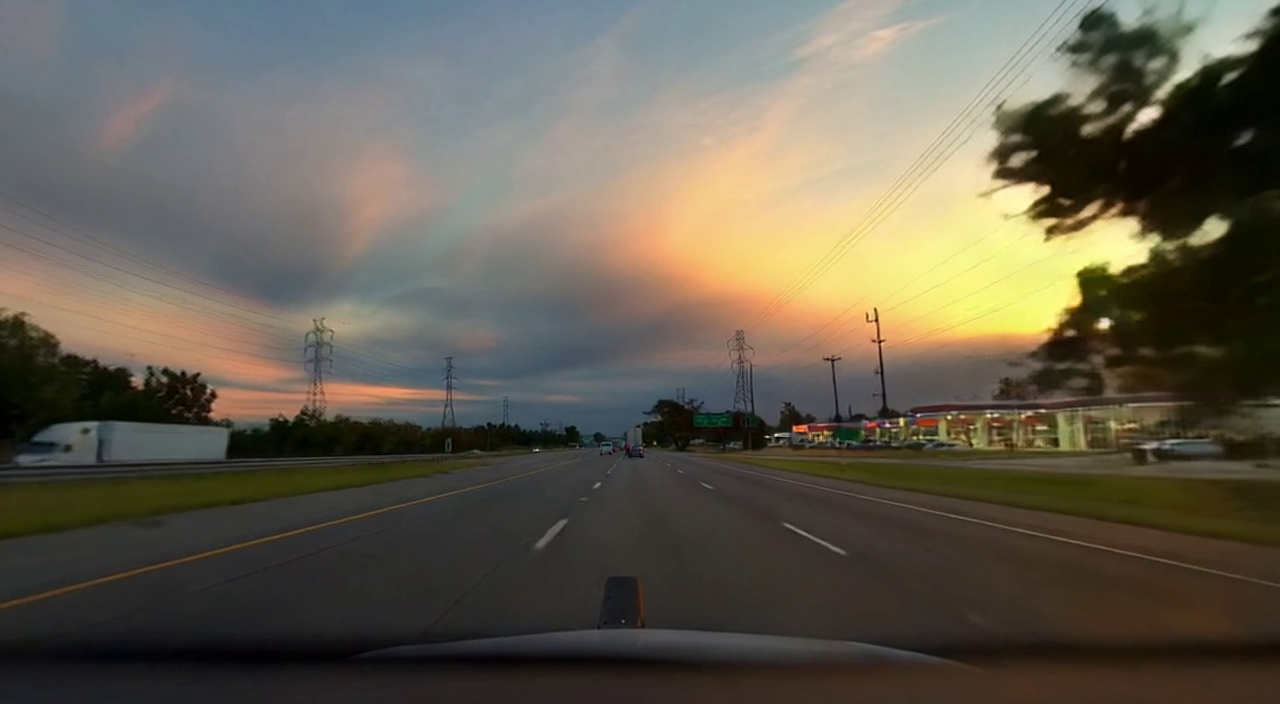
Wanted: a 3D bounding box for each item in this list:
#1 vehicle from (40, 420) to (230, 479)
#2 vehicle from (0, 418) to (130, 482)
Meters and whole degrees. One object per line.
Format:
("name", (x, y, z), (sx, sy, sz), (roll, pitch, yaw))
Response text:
("vehicle", (-34.725, 6.816, 44.403), (2.800, 3.554, 11.470), (-1, -9, 7))
("vehicle", (-35.406, 5.952, 38.560), (2.886, 3.559, 5.787), (-1, -9, 7))
